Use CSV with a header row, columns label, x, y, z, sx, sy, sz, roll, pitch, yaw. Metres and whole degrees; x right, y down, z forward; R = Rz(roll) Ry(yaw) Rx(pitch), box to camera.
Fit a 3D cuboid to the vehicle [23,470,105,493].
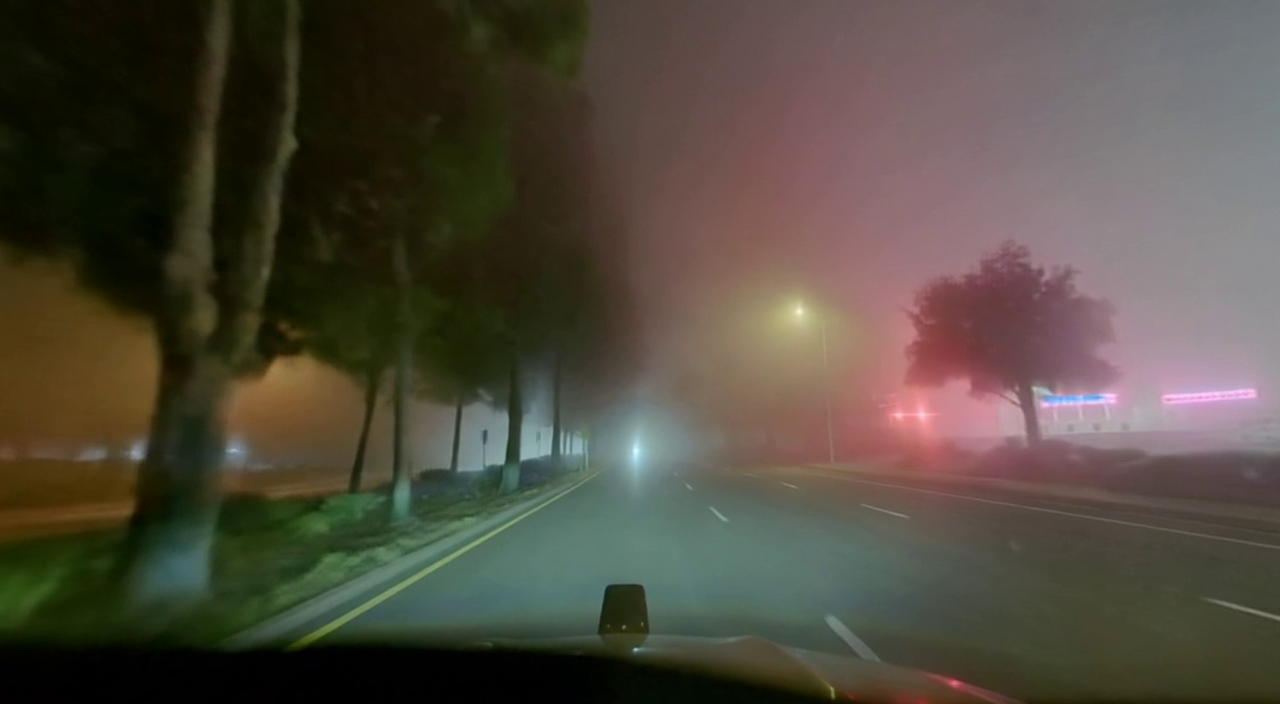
label,x,y,z,sx,sy,sz,roll,pitch,yaw
vehicle,-44.447,9.995,48.793,1.816,1.480,4.786,0,-9,1
